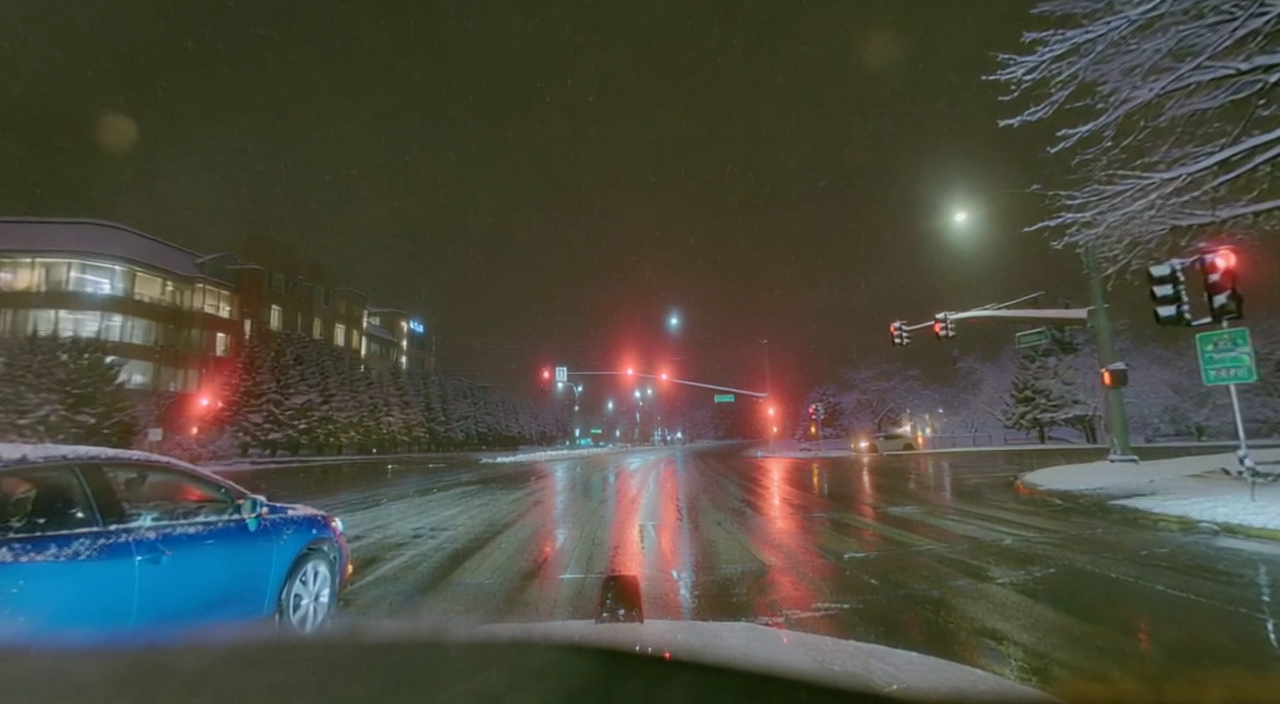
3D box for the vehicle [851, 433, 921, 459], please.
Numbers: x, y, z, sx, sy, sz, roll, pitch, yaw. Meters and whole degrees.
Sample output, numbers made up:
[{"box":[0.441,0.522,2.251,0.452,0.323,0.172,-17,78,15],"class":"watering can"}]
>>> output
[{"box":[17.632,6.749,45.238,4.600,1.783,1.970,4,-10,-26],"class":"vehicle"}]
